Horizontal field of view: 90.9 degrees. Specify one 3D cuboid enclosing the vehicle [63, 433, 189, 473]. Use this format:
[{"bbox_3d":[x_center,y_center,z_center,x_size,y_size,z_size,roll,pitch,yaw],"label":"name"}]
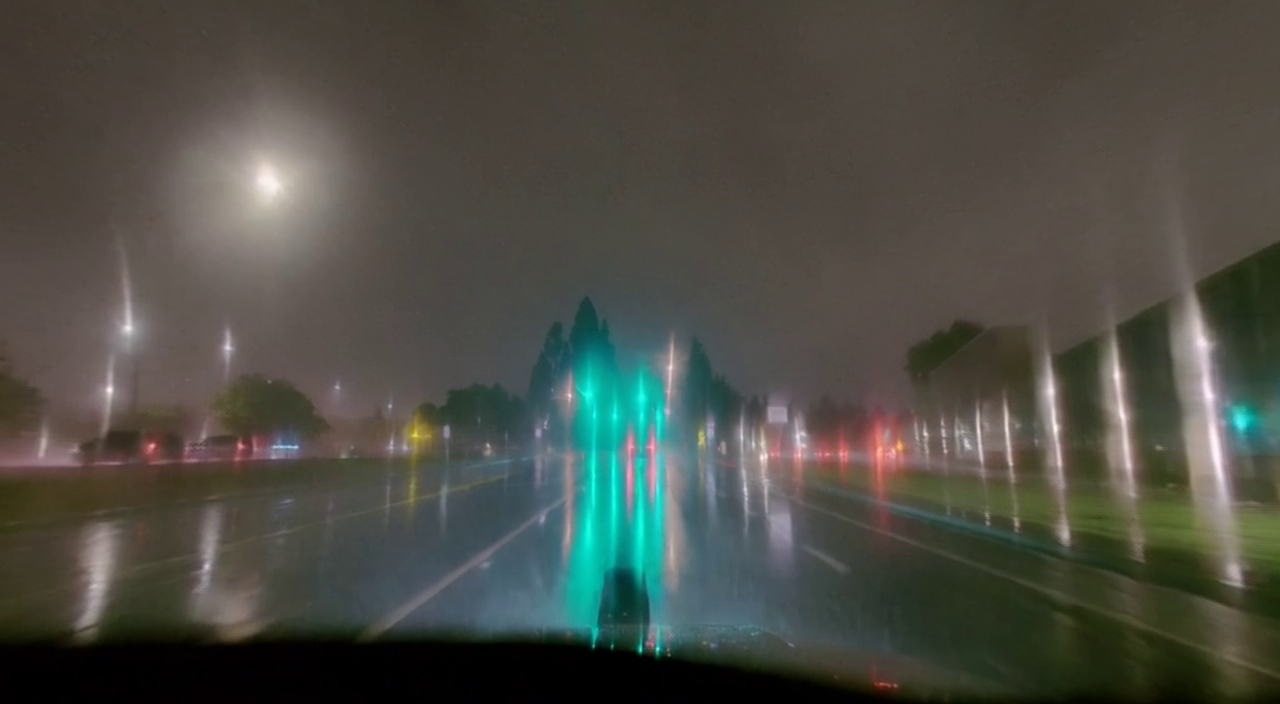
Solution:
[{"bbox_3d":[-37.910,7.482,46.647,7.051,2.835,2.287,0,-8,-2],"label":"vehicle"}]
